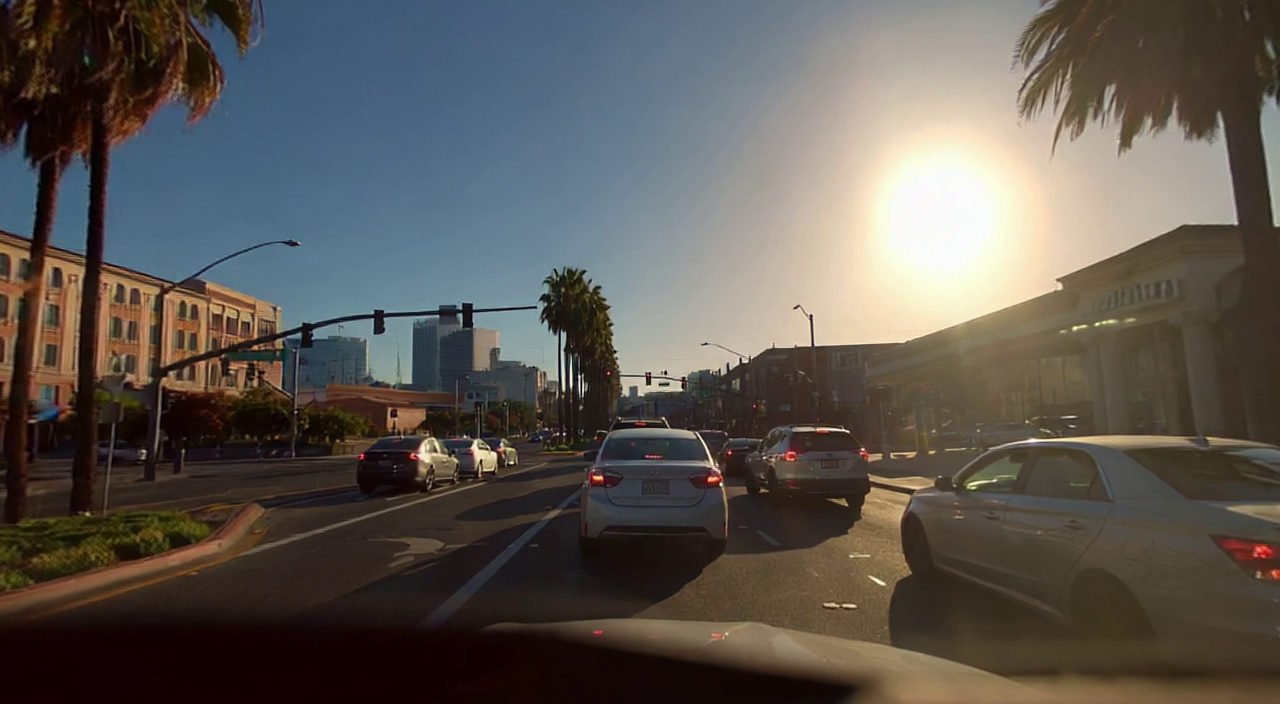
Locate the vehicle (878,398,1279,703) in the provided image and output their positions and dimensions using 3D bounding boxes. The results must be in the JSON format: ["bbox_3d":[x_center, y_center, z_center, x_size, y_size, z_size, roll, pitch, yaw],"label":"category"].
[{"bbox_3d":[3.544,1.222,4.470,1.910,1.490,4.661,0,-8,1],"label":"vehicle"}]

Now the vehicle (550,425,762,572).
[{"bbox_3d":[0.178,1.785,8.460,2.140,1.474,4.026,0,-8,0],"label":"vehicle"}]

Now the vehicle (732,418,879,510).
[{"bbox_3d":[3.497,2.469,14.305,2.169,1.751,4.276,0,-8,0],"label":"vehicle"}]

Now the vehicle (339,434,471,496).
[{"bbox_3d":[-6.251,3.050,17.382,1.900,1.487,4.165,0,-8,2],"label":"vehicle"}]

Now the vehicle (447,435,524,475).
[{"bbox_3d":[-6.049,4.087,25.212,1.822,1.456,4.396,-1,-8,2],"label":"vehicle"}]
